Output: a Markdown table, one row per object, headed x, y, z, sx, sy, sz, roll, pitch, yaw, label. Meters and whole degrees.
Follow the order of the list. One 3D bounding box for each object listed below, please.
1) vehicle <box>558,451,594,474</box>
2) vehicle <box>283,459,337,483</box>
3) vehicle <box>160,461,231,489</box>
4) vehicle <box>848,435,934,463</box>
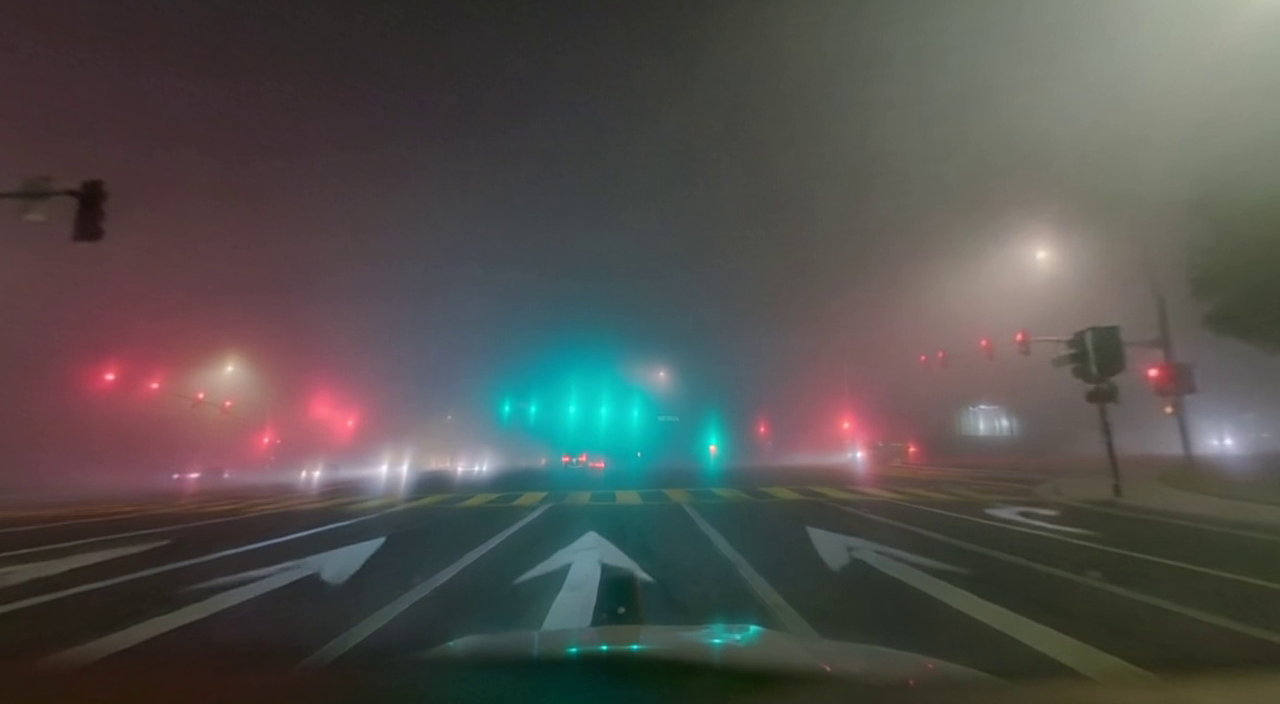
| x | y | z | sx | sy | sz | roll | pitch | yaw | label |
| --- | --- | --- | --- | --- | --- | --- | --- | --- | --- |
| -4.381 | 7.685 | 44.027 | 2.073 | 1.445 | 4.151 | 0 | -9 | 0 | vehicle |
| -25.931 | 9.354 | 49.821 | 1.877 | 1.640 | 4.337 | 0 | -9 | 0 | vehicle |
| -29.270 | 8.092 | 41.772 | 1.789 | 1.579 | 4.026 | 0 | -9 | 0 | vehicle |
| 17.466 | 6.779 | 44.167 | 5.003 | 1.786 | 2.369 | 0 | -9 | -2 | vehicle |
